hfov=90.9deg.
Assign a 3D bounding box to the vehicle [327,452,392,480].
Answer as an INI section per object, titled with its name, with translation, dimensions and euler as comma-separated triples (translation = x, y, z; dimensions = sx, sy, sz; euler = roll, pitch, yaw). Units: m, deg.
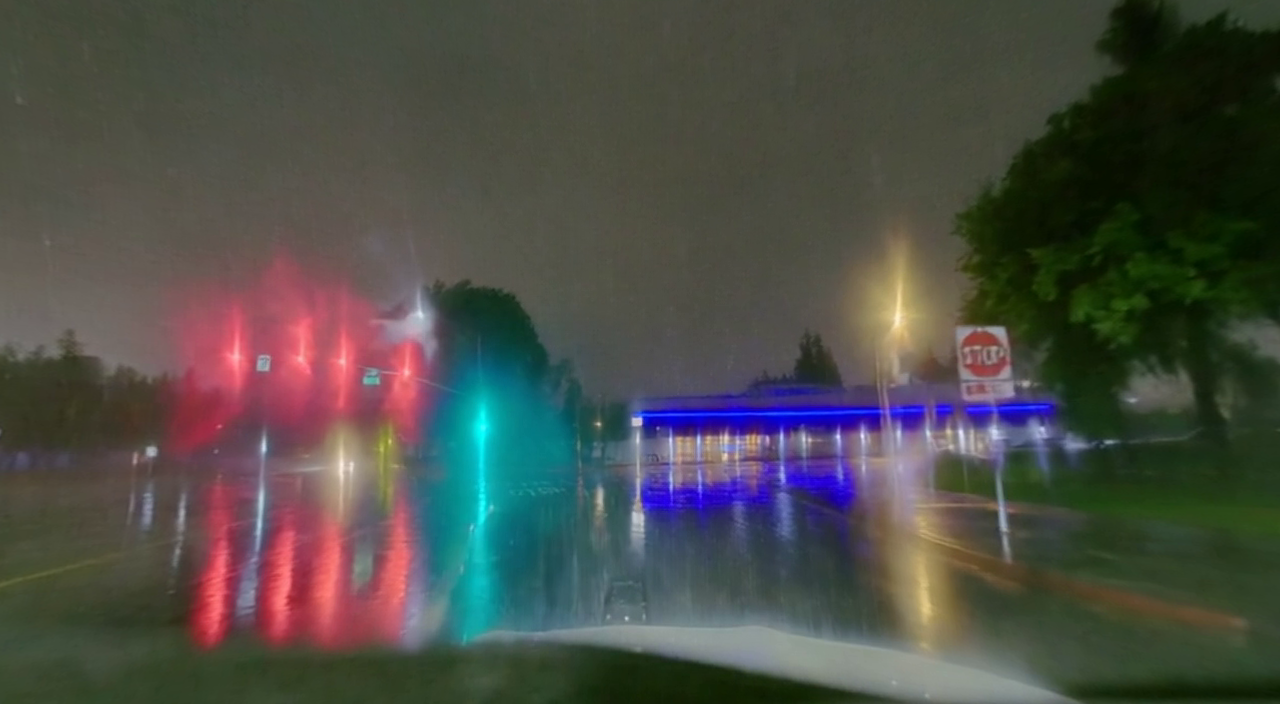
[vehicle]
translation = -21.054, 8.560, 47.176
dimensions = 5.570, 1.923, 2.336
euler = -10, -14, 42
